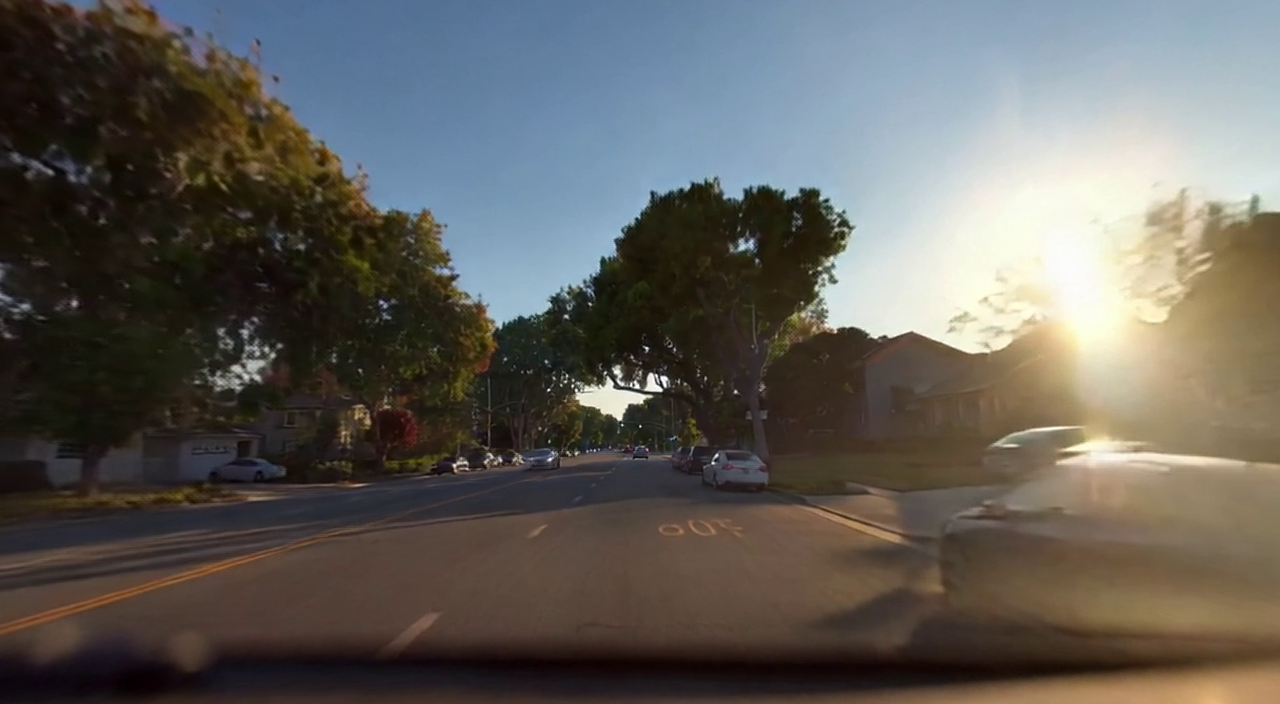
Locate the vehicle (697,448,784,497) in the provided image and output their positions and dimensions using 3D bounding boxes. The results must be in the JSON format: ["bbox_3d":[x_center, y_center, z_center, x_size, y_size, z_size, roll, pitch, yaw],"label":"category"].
[{"bbox_3d":[3.326,4.105,22.022,2.158,1.477,5.135,0,-9,0],"label":"vehicle"}]

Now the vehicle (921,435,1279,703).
[{"bbox_3d":[3.534,1.222,3.488,2.009,1.468,4.414,0,-9,1],"label":"vehicle"}]

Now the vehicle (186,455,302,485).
[{"bbox_3d":[-21.289,6.337,34.096,4.870,1.529,2.004,0,-9,0],"label":"vehicle"}]

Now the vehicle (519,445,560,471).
[{"bbox_3d":[-7.288,7.743,46.409,2.120,1.726,5.445,0,-9,0],"label":"vehicle"}]

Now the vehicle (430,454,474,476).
[{"bbox_3d":[-14.050,8.456,47.469,2.021,1.513,4.568,0,-9,-1],"label":"vehicle"}]
